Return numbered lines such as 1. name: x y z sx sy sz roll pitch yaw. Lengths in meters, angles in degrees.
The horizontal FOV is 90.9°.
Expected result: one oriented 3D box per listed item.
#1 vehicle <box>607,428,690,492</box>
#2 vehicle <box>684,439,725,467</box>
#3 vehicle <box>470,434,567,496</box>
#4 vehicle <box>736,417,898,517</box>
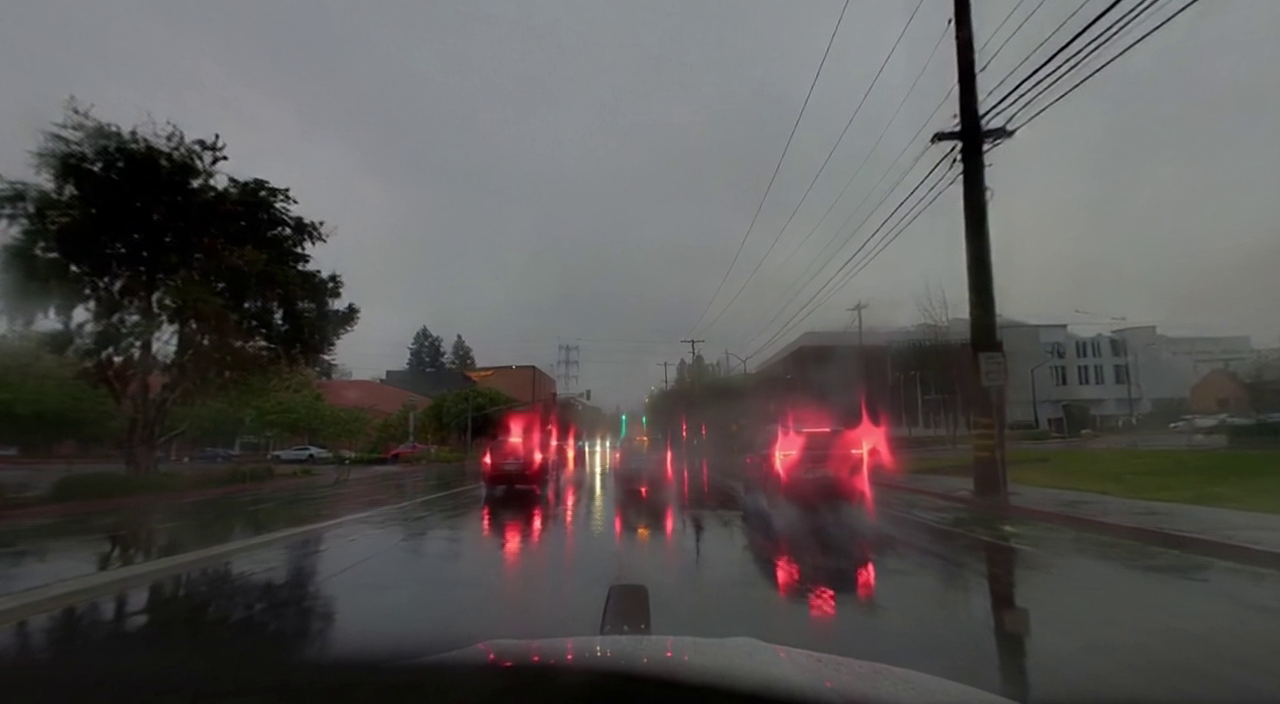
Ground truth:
1. vehicle: 0.199 3.160 18.794 2.200 1.653 4.127 0 -8 -1
2. vehicle: 3.664 5.813 36.489 1.880 1.503 4.130 0 -8 -1
3. vehicle: -3.200 3.072 17.588 2.104 1.488 4.546 0 -8 -4
4. vehicle: 3.422 2.335 13.282 2.024 1.711 4.512 0 -8 -1
